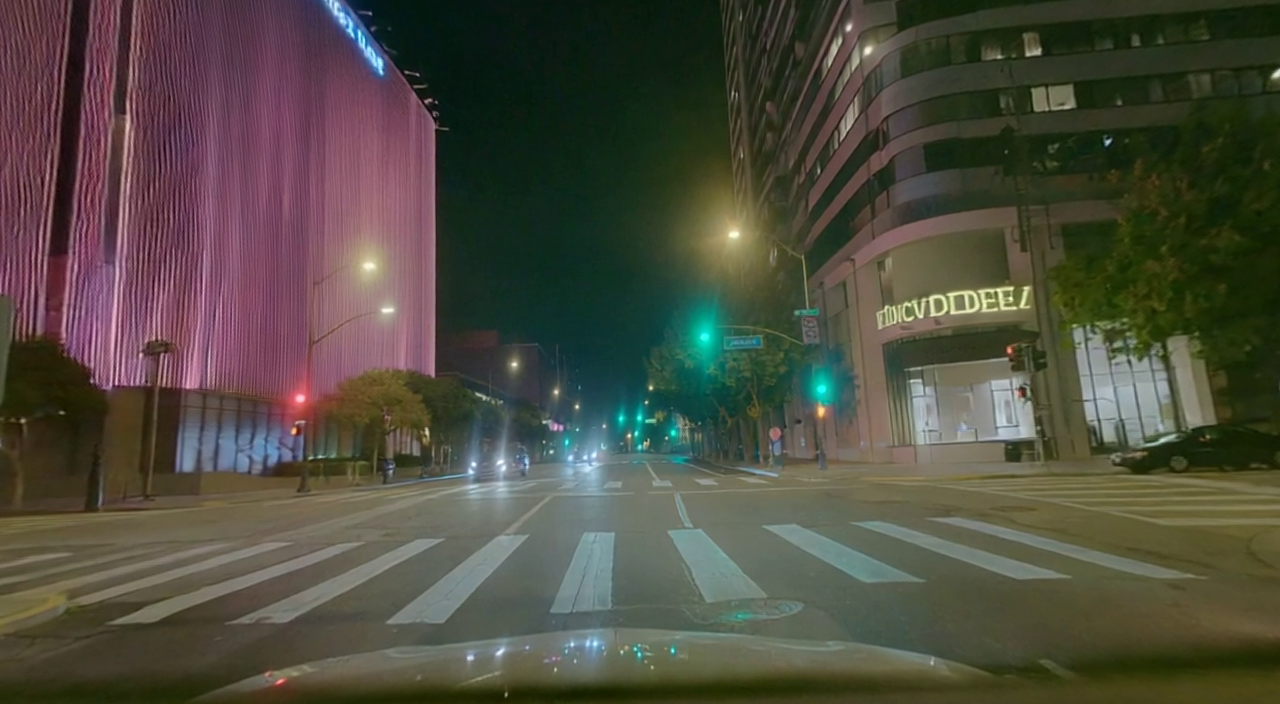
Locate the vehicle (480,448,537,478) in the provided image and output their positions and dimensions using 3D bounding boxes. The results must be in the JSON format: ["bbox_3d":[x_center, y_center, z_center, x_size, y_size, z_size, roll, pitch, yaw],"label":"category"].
[{"bbox_3d":[-6.930,5.885,33.731,1.893,1.451,4.276,-1,-9,3],"label":"vehicle"}]
